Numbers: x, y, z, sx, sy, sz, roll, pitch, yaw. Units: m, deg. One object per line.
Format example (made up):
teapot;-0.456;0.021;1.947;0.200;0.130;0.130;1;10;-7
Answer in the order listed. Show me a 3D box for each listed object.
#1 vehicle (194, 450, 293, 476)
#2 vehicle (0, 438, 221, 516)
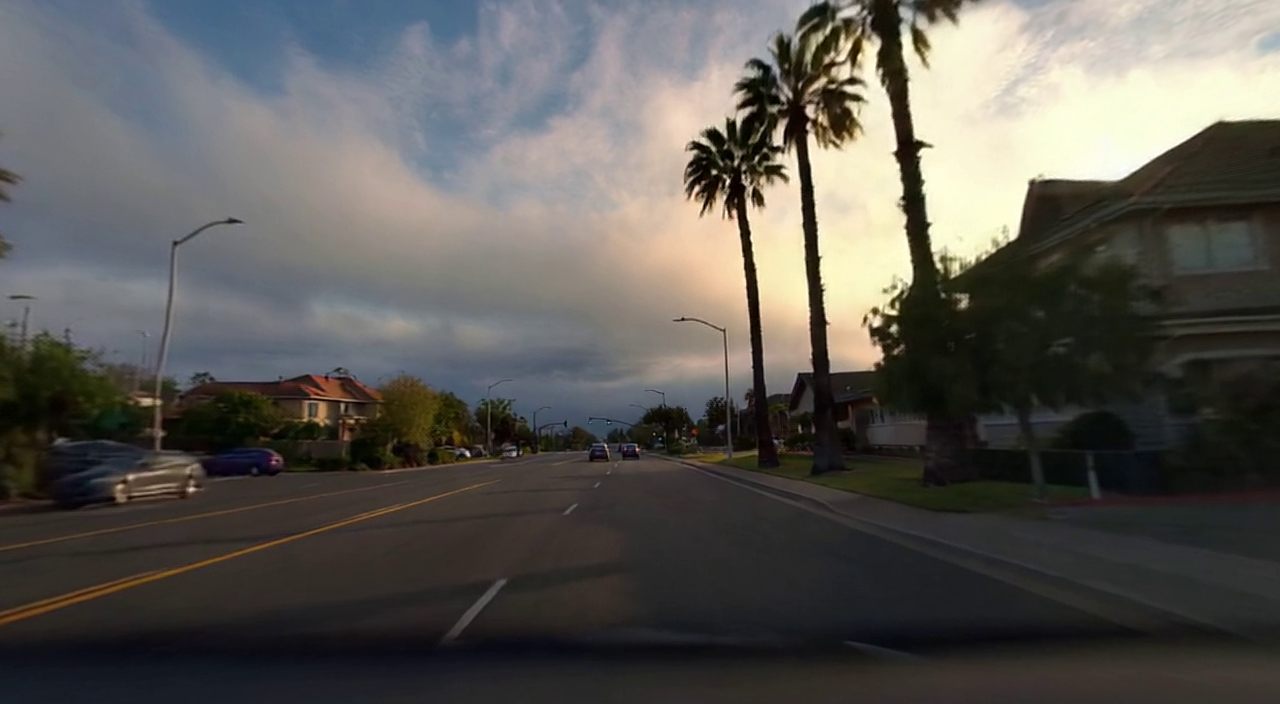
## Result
vehicle;-23.468;6.568;37.488;4.567;1.447;1.892;0;-9;-1
vehicle;-14.404;3.331;17.450;2.143;1.808;5.265;0;-9;-2
